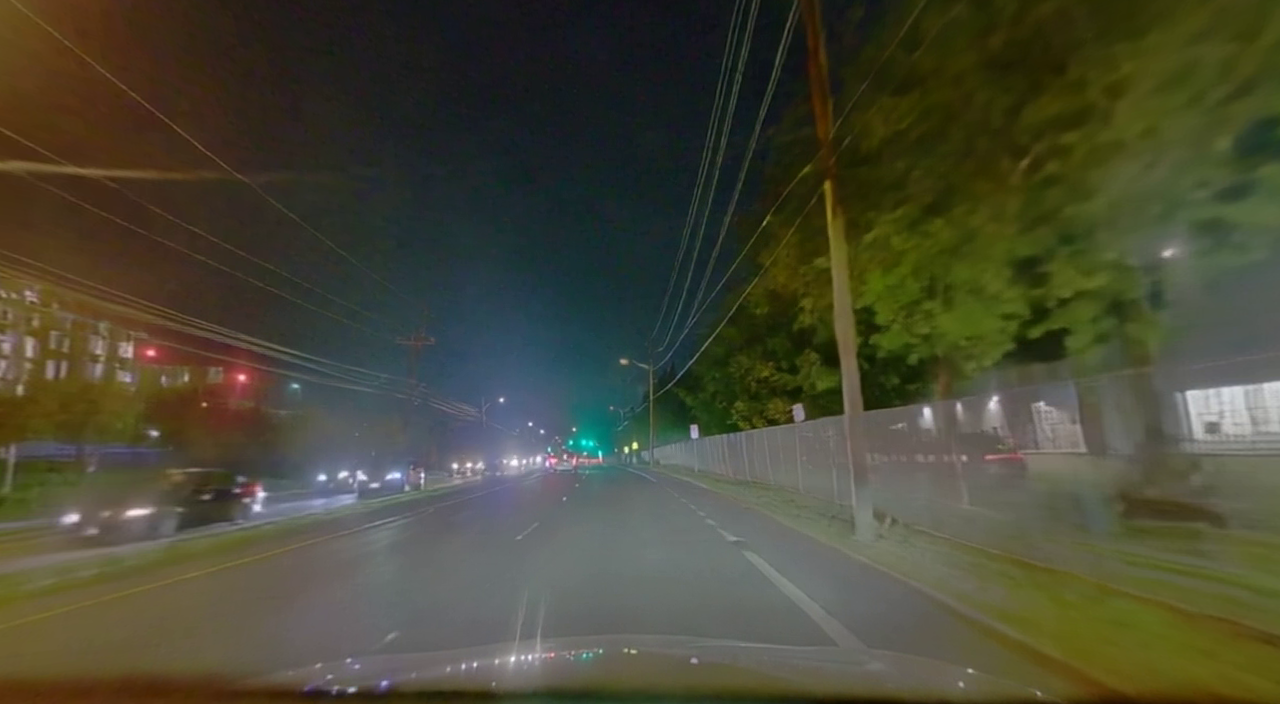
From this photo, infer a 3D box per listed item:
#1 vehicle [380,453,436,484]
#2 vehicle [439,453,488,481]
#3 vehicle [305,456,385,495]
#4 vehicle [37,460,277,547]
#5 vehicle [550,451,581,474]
[{"bbox_3d":[-15.591,7.846,42.628,2.165,1.907,5.062,1,-9,-4],"label":"vehicle"},{"bbox_3d":[-11.521,7.534,41.436,2.043,1.654,4.642,1,-9,-3],"label":"vehicle"},{"bbox_3d":[-15.100,6.308,32.561,2.017,1.778,4.791,1,-9,-3],"label":"vehicle"},{"bbox_3d":[-10.323,3.210,14.035,1.911,1.508,4.448,1,-9,-2],"label":"vehicle"},{"bbox_3d":[-5.193,7.728,44.259,1.992,1.515,4.289,1,-9,-5],"label":"vehicle"}]
